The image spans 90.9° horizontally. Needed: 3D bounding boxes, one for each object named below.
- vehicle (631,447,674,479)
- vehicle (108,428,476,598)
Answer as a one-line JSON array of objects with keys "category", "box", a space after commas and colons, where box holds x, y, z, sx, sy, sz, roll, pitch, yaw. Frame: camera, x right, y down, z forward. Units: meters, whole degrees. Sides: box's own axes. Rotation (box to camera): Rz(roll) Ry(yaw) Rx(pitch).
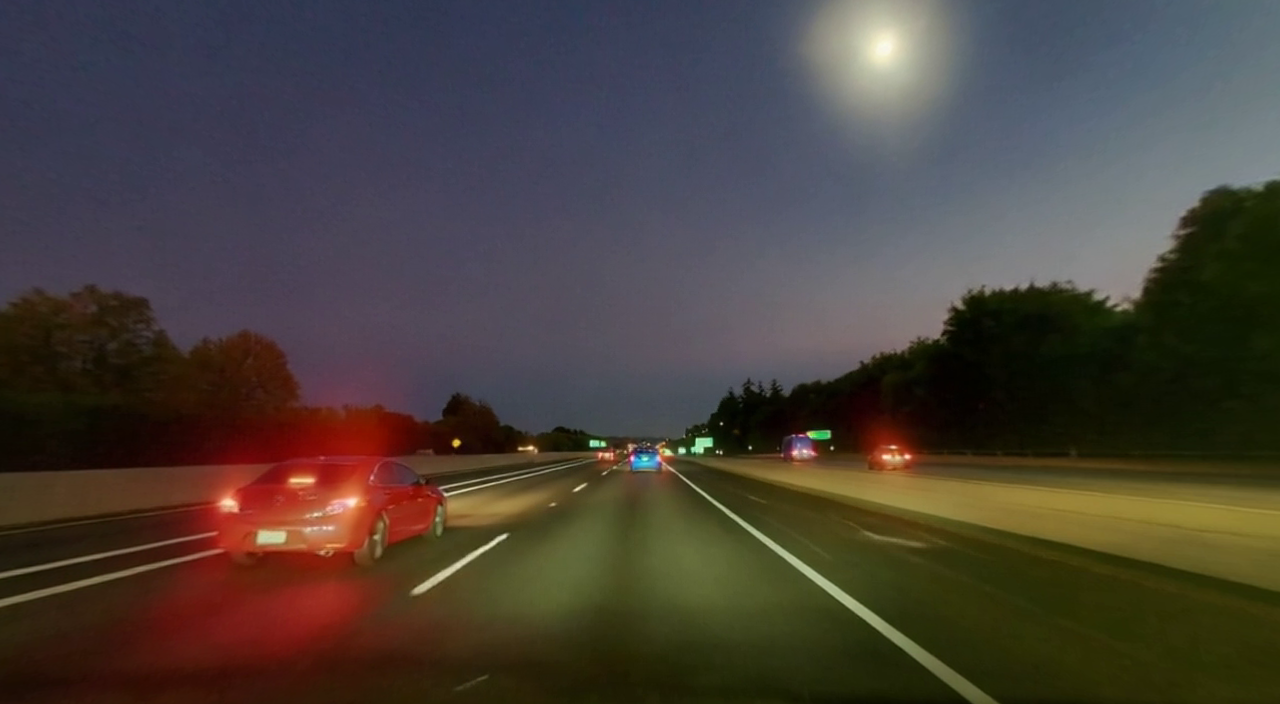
[{"category": "vehicle", "box": [0.574, 5.385, 30.837, 2.002, 1.449, 3.612, 0, -9, 0]}, {"category": "vehicle", "box": [-3.623, 1.752, 7.693, 2.062, 1.474, 4.151, 0, -9, 1]}]
